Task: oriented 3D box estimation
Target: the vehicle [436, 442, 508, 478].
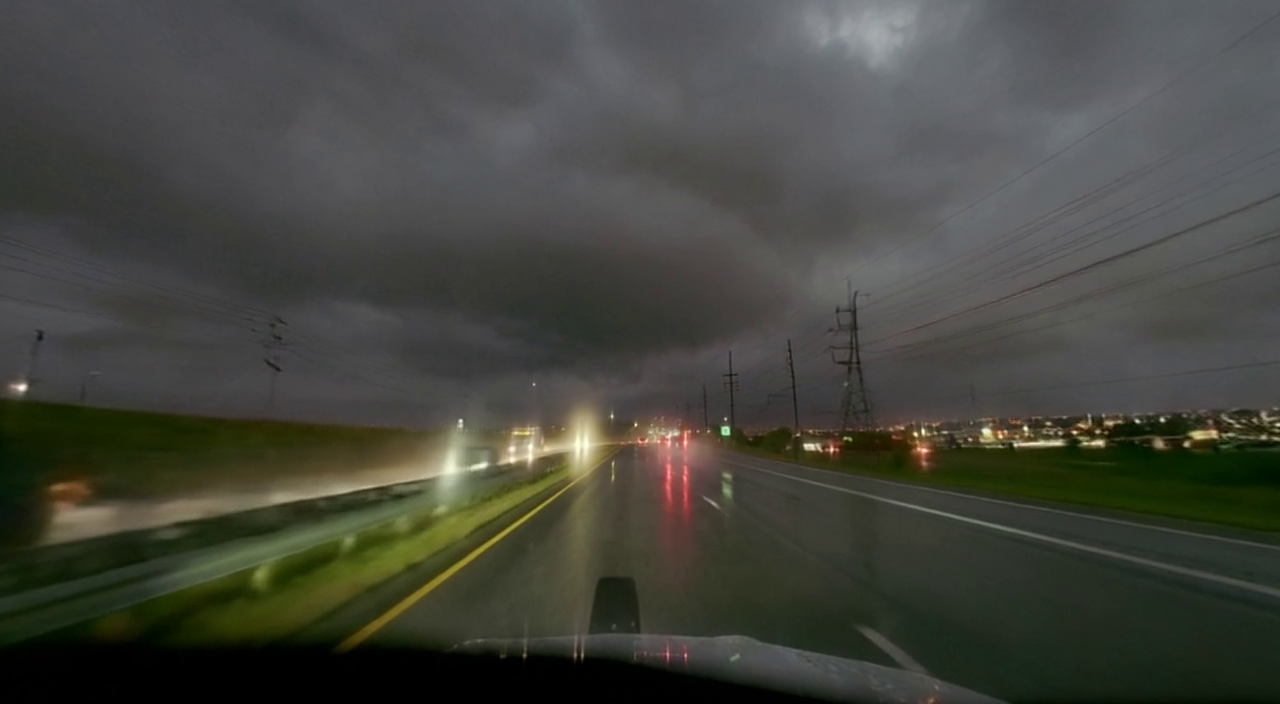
[{"bbox_3d":[-7.705,4.965,29.355,2.037,1.484,4.694,-1,-8,0],"label":"vehicle"}]
